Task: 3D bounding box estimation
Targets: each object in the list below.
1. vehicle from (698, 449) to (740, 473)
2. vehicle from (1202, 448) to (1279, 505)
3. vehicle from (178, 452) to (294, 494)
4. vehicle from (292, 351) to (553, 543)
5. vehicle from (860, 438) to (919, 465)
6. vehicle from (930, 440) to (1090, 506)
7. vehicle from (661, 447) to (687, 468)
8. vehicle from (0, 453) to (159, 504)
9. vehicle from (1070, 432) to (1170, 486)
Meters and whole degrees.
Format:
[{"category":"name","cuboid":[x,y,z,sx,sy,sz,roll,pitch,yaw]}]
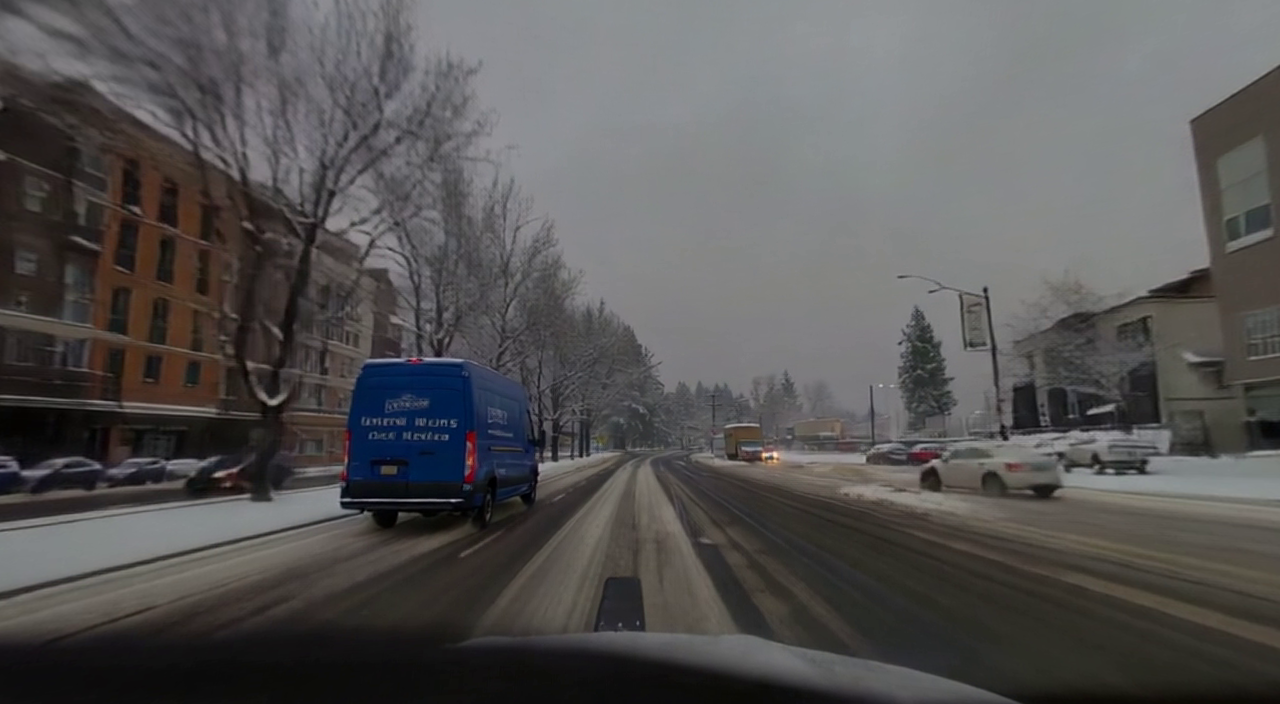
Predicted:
[{"category":"vehicle","cuboid":[5.032,7.013,41.003,2.127,1.439,5.034,0,-8,1]},{"category":"vehicle","cuboid":[16.297,3.225,16.727,1.519,1.364,3.372,-6,-10,33]},{"category":"vehicle","cuboid":[-16.266,4.837,25.764,1.822,1.479,4.578,0,-8,-3]},{"category":"vehicle","cuboid":[-3.907,2.018,13.712,2.763,2.974,7.562,-1,-8,2]},{"category":"vehicle","cuboid":[16.917,6.734,42.734,4.333,1.698,1.959,8,-11,-43]},{"category":"vehicle","cuboid":[9.229,3.019,16.160,1.850,1.477,3.520,0,-9,-2]},{"category":"vehicle","cuboid":[2.600,8.090,48.651,1.878,1.534,4.120,-1,-8,2]},{"category":"vehicle","cuboid":[-19.835,4.397,22.421,1.886,1.553,4.659,0,-8,-1]},{"category":"vehicle","cuboid":[16.435,3.624,21.562,4.218,1.622,1.930,9,-12,-43]}]
